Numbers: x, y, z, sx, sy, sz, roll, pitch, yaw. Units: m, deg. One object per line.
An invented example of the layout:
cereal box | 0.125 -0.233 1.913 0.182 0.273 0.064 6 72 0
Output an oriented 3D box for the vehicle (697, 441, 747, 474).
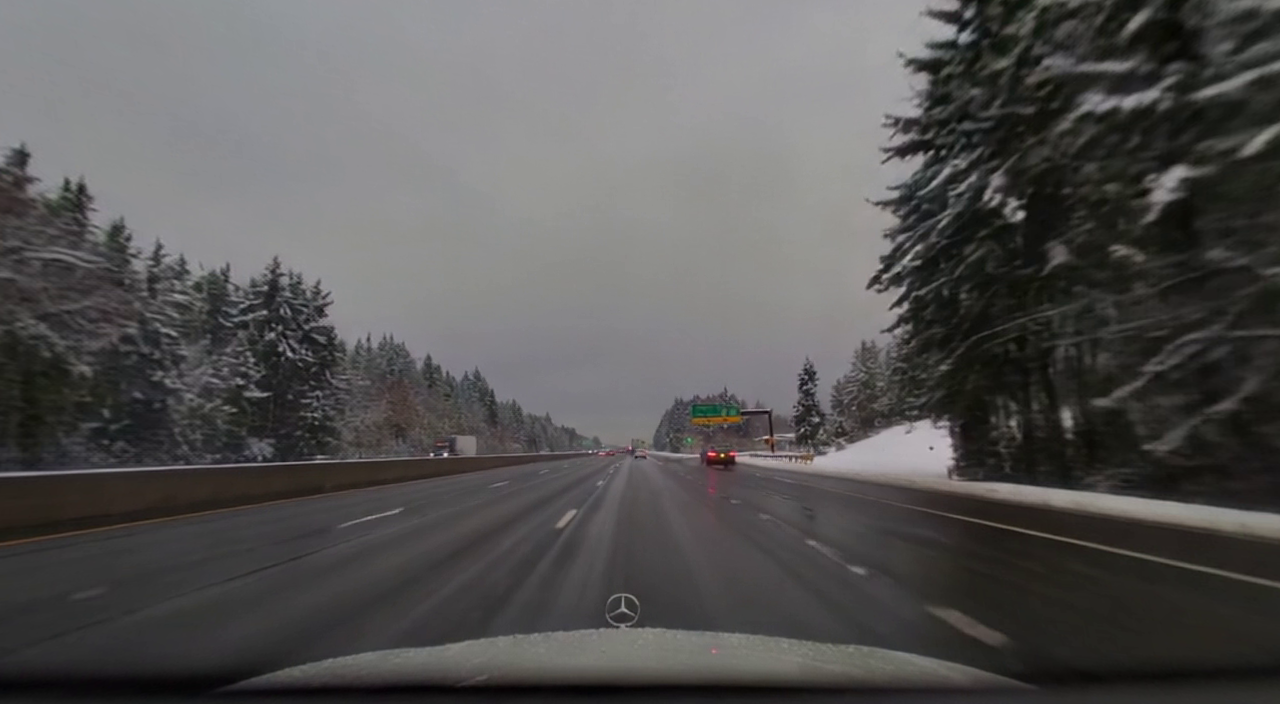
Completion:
vehicle | 4.474 5.823 35.025 2.096 1.712 4.697 0 -9 0

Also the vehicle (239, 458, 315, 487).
vehicle | -19.852 6.582 34.731 1.760 1.433 3.962 0 -9 1
